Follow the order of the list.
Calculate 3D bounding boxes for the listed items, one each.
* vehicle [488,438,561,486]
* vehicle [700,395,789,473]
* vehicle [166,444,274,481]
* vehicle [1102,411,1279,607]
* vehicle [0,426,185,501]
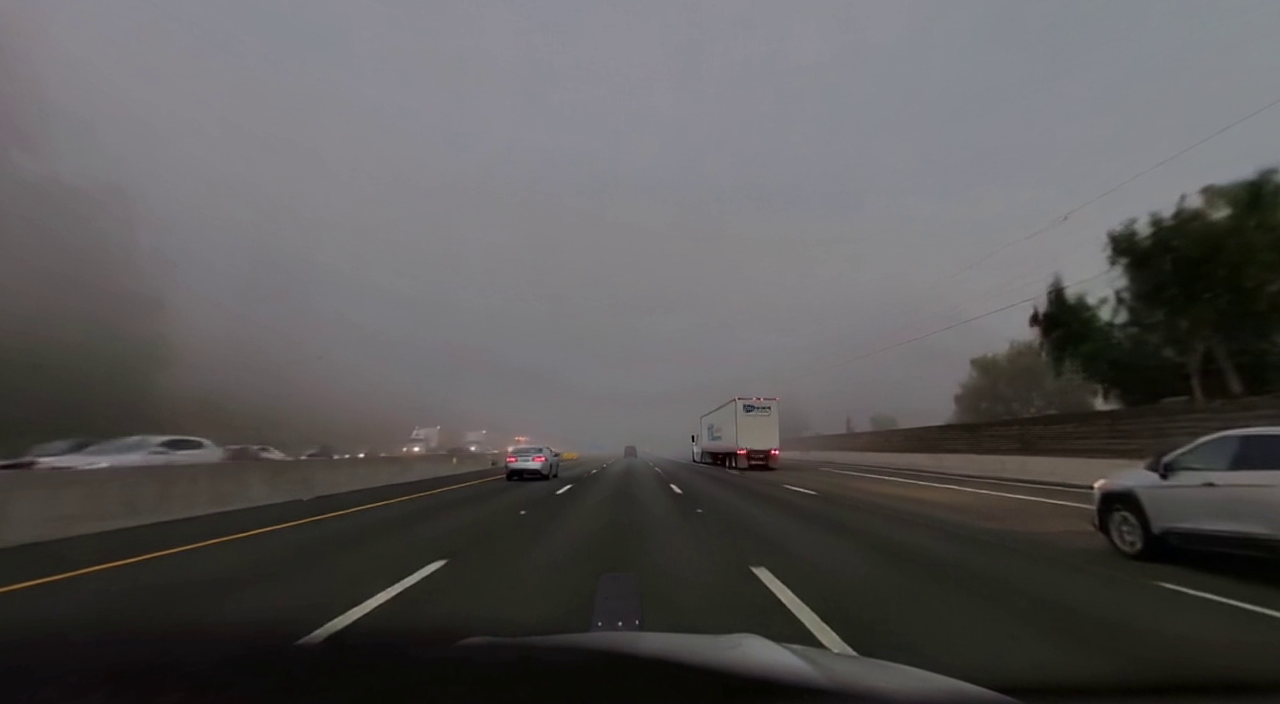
[{"bbox_3d":[-4.296,4.171,24.214,2.027,1.651,4.099,0,-9,0],"label":"vehicle"},{"bbox_3d":[6.409,5.646,42.331,2.919,4.195,15.833,0,-9,-1],"label":"vehicle"},{"bbox_3d":[-20.969,5.518,31.845,2.210,1.695,4.700,0,-8,-1],"label":"vehicle"},{"bbox_3d":[6.413,1.287,5.082,1.991,1.647,4.409,0,-9,-1],"label":"vehicle"},{"bbox_3d":[-13.183,2.618,15.151,1.734,1.554,3.743,0,-9,-1],"label":"vehicle"}]
